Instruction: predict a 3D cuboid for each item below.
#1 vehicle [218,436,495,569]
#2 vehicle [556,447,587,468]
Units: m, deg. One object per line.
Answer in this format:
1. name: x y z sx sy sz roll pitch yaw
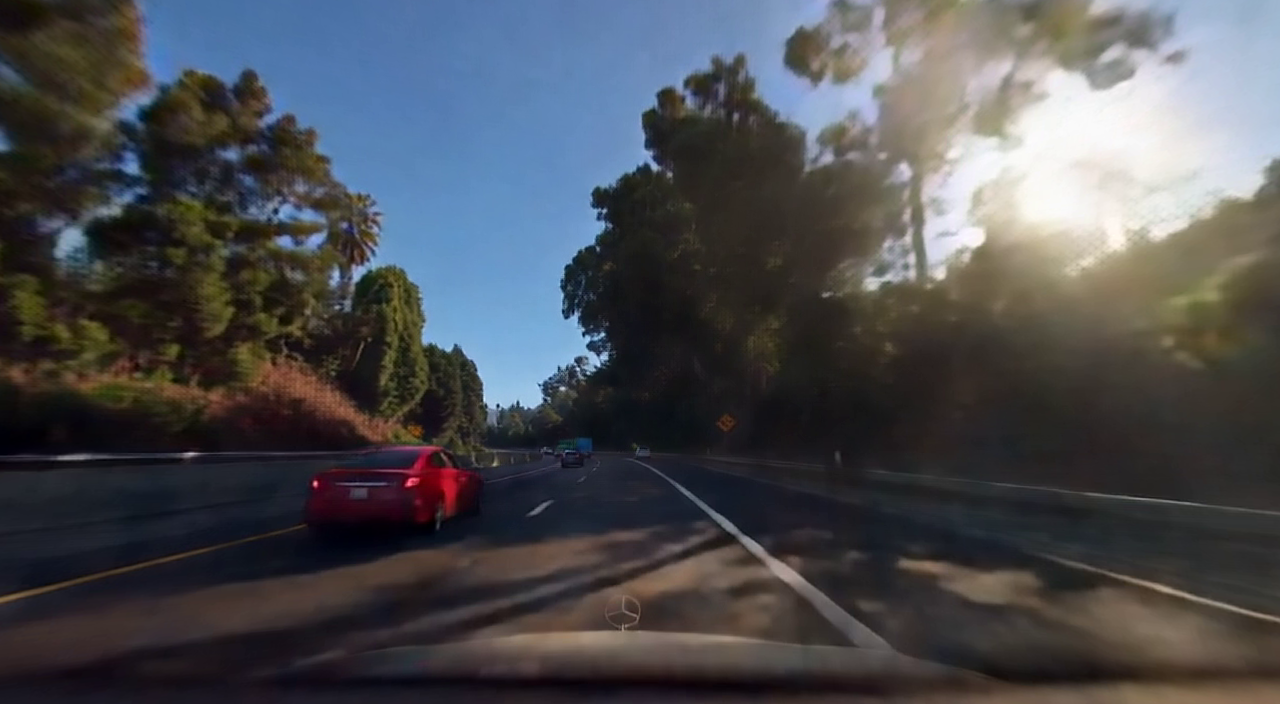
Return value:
1. vehicle: -3.808 2.089 9.721 1.957 1.499 4.965 0 -9 0
2. vehicle: -5.376 8.340 49.996 2.049 1.521 4.366 0 -9 -2
